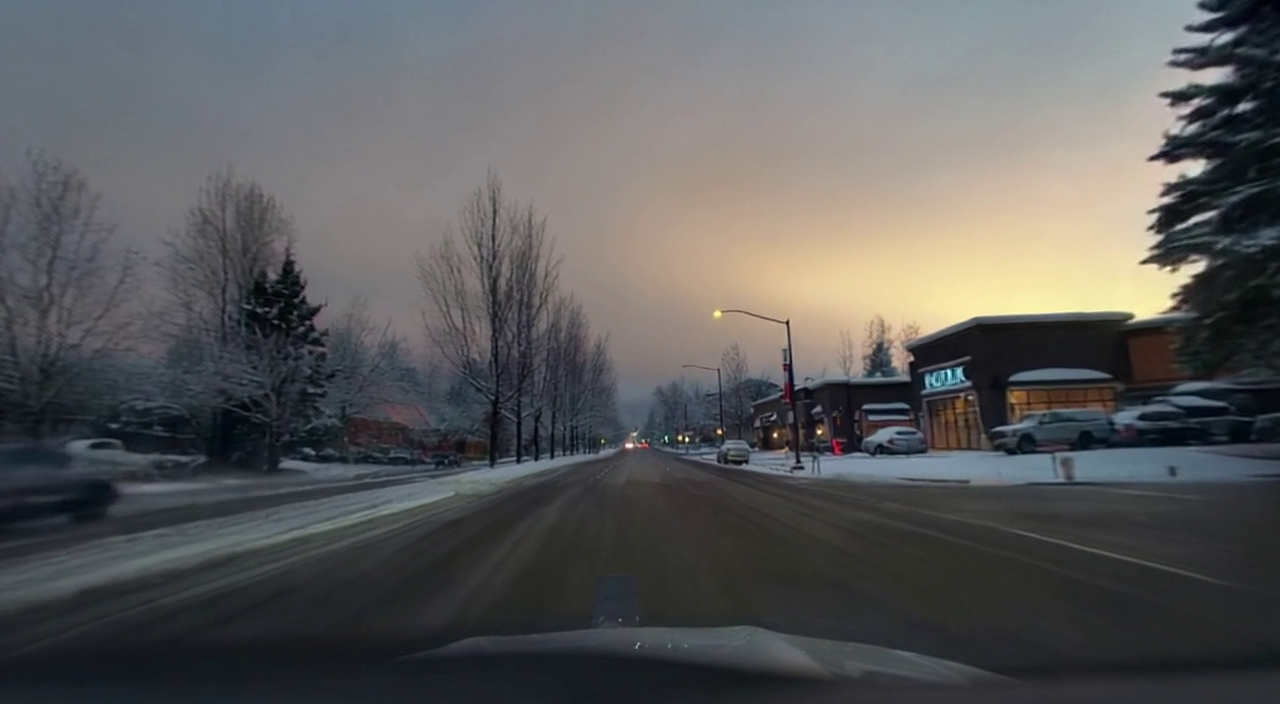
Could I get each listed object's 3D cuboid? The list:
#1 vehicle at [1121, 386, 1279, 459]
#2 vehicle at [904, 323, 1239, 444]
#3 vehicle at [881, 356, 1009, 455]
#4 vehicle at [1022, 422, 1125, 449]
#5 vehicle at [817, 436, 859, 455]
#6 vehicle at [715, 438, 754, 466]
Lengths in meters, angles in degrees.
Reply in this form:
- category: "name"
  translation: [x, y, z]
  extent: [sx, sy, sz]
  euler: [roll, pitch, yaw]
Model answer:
- category: "vehicle"
  translation: [26.072, 3.406, 29.747]
  extent: [4.543, 3.105, 4.010]
  euler: [-4, -10, 27]
- category: "vehicle"
  translation: [25.402, 2.281, 38.936]
  extent: [16.415, 6.611, 1.394]
  euler: [-4, -10, 26]
- category: "vehicle"
  translation: [15.695, 2.848, 32.032]
  extent: [9.886, 4.618, 0.062]
  euler: [5, -10, -30]
- category: "vehicle"
  translation: [24.868, 4.841, 36.441]
  extent: [4.712, 1.527, 0.932]
  euler: [-4, -10, 27]
- category: "vehicle"
  translation: [15.651, 7.385, 49.971]
  extent: [2.692, 1.222, 1.593]
  euler: [0, -11, -27]
- category: "vehicle"
  translation: [6.773, 7.201, 45.615]
  extent: [1.954, 1.907, 4.736]
  euler: [0, -9, -1]
